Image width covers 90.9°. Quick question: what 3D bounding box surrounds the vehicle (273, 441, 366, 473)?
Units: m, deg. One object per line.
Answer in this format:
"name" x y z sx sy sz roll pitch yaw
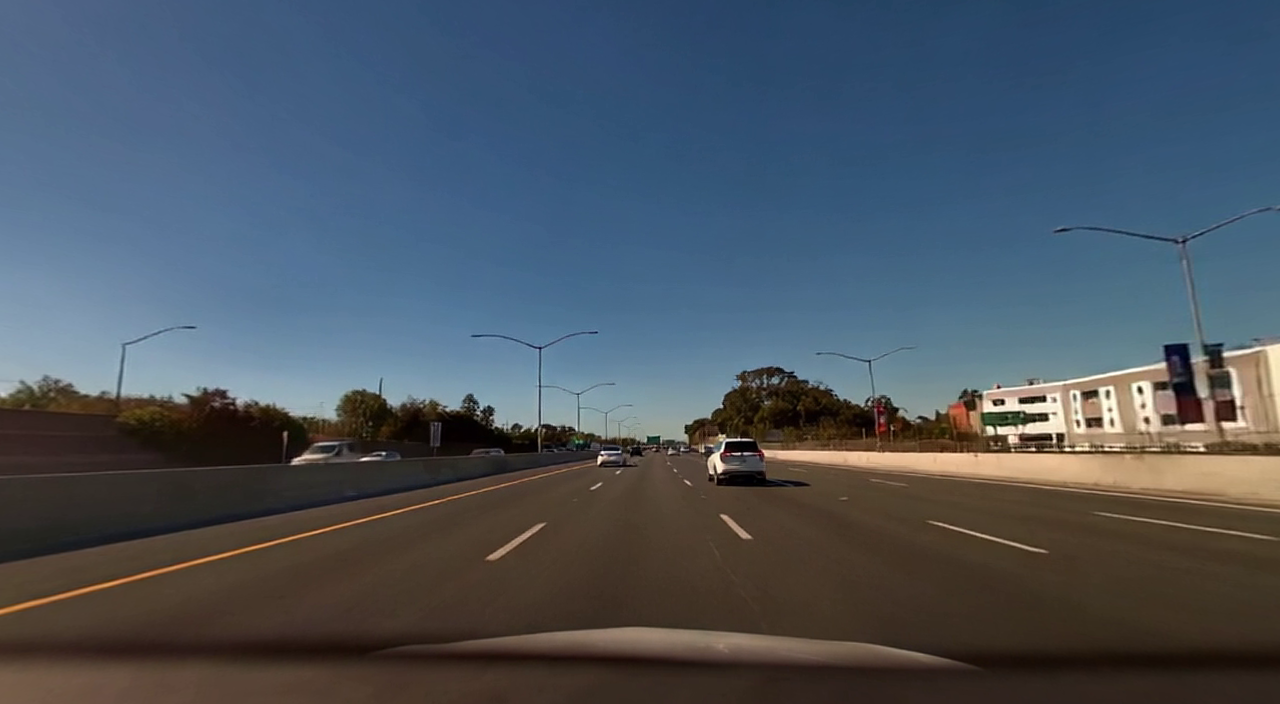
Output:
"vehicle" -18.693 6.138 37.154 2.451 1.688 5.617 0 -9 1

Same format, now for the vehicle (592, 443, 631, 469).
"vehicle" -1.706 6.442 39.242 2.080 1.542 4.718 -1 -8 2

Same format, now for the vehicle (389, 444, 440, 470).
"vehicle" -12.365 5.752 34.715 1.444 1.317 3.299 -1 -8 2

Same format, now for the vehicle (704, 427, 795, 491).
"vehicle" 3.487 3.517 21.070 2.148 1.852 4.835 0 -8 0
